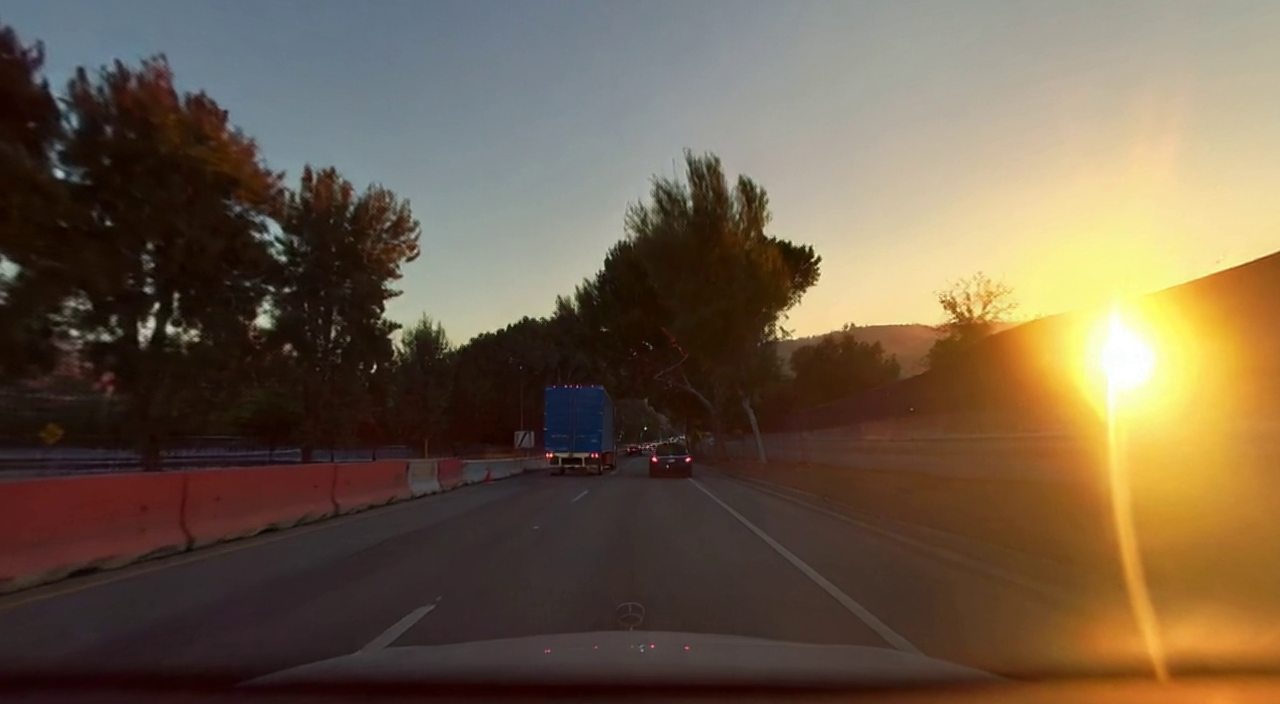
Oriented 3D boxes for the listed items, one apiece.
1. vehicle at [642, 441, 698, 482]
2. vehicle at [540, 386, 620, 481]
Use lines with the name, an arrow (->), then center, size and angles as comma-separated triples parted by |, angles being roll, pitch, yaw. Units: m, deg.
vehicle -> 1.257, 4.844, 28.279 | 2.304, 1.675, 4.462 | 0, -9, 0
vehicle -> -2.835, 4.697, 35.307 | 2.906, 4.115, 15.715 | 0, -9, 0
